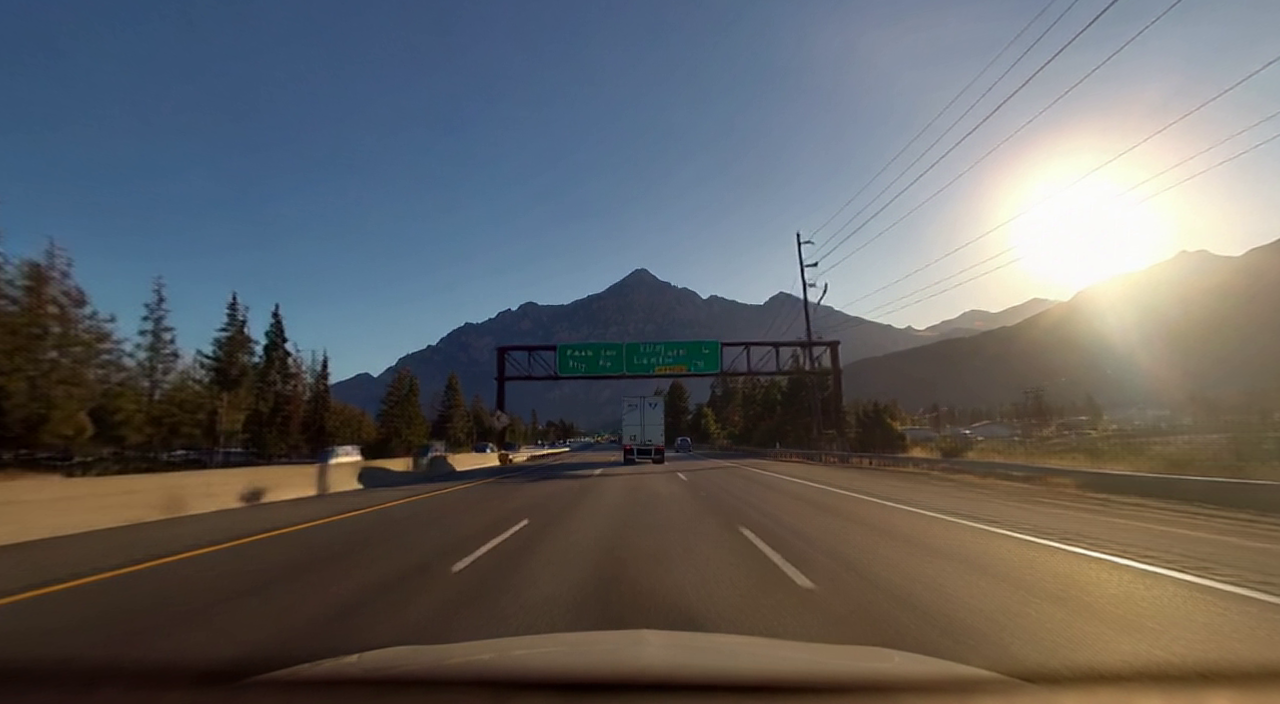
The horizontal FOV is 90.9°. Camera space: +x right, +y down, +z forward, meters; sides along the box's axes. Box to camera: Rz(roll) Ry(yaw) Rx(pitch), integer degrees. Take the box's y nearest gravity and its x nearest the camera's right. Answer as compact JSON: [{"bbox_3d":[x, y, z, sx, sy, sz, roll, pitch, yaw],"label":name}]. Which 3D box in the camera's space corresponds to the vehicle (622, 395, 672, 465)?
[{"bbox_3d":[0.332,5.404,42.765,2.919,4.101,11.541,0,-8,-1],"label":"vehicle"}]

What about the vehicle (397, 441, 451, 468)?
[{"bbox_3d":[-15.811,7.510,46.414,2.107,1.872,5.115,0,-8,1],"label":"vehicle"}]

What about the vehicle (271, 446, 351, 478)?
[{"bbox_3d":[-19.699,6.547,37.971,2.178,1.774,4.795,0,-8,0],"label":"vehicle"}]
